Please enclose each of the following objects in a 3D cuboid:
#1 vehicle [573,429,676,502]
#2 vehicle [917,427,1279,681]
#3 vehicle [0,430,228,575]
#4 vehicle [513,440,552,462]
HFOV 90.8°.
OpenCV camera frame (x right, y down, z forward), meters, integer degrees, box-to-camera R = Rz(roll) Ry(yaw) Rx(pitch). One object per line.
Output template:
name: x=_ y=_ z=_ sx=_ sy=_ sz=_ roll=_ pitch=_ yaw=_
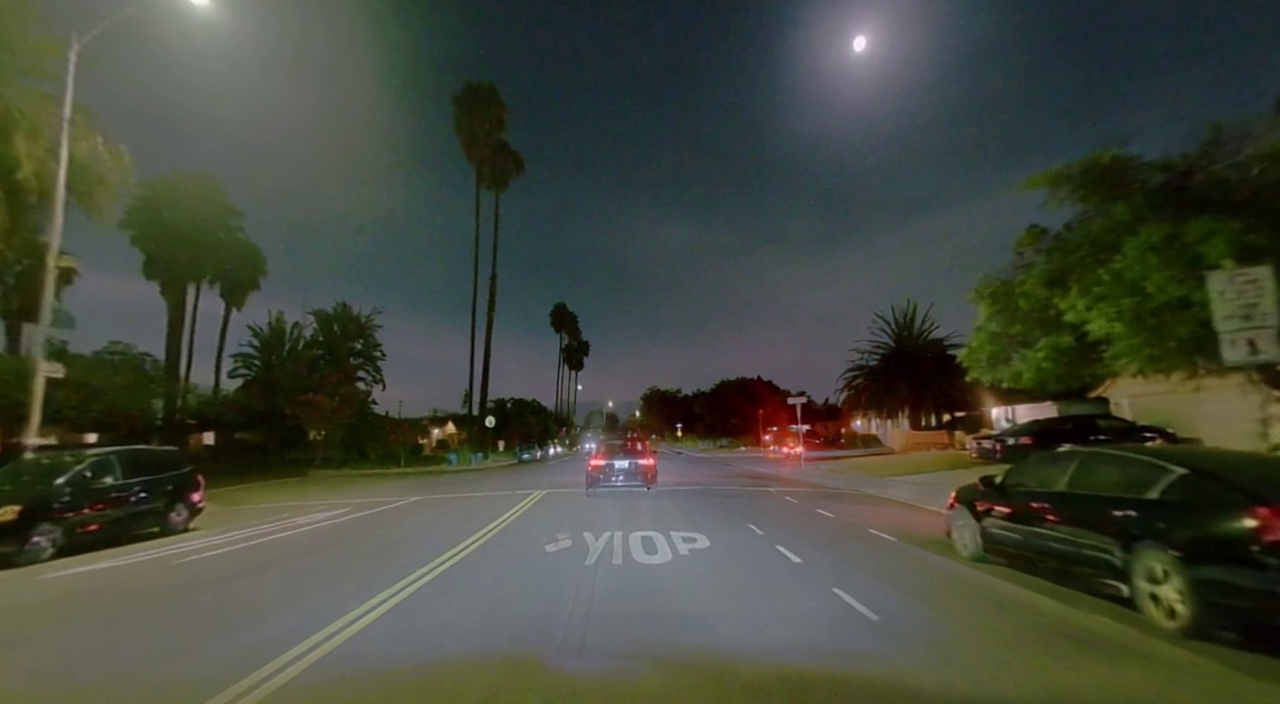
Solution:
vehicle: x=-0.369 y=2.630 z=15.008 sx=2.098 sy=1.483 sz=4.099 roll=0 pitch=-9 yaw=-2
vehicle: x=4.809 y=1.532 z=5.923 sx=2.013 sy=1.501 sz=5.235 roll=0 pitch=-9 yaw=-1
vehicle: x=-8.636 y=2.123 z=9.725 sx=1.945 sy=1.666 sz=4.107 roll=-3 pitch=-6 yaw=-1
vehicle: x=-8.287 y=7.670 z=49.091 sx=2.069 sy=1.441 sz=4.368 roll=-3 pitch=-6 yaw=1
